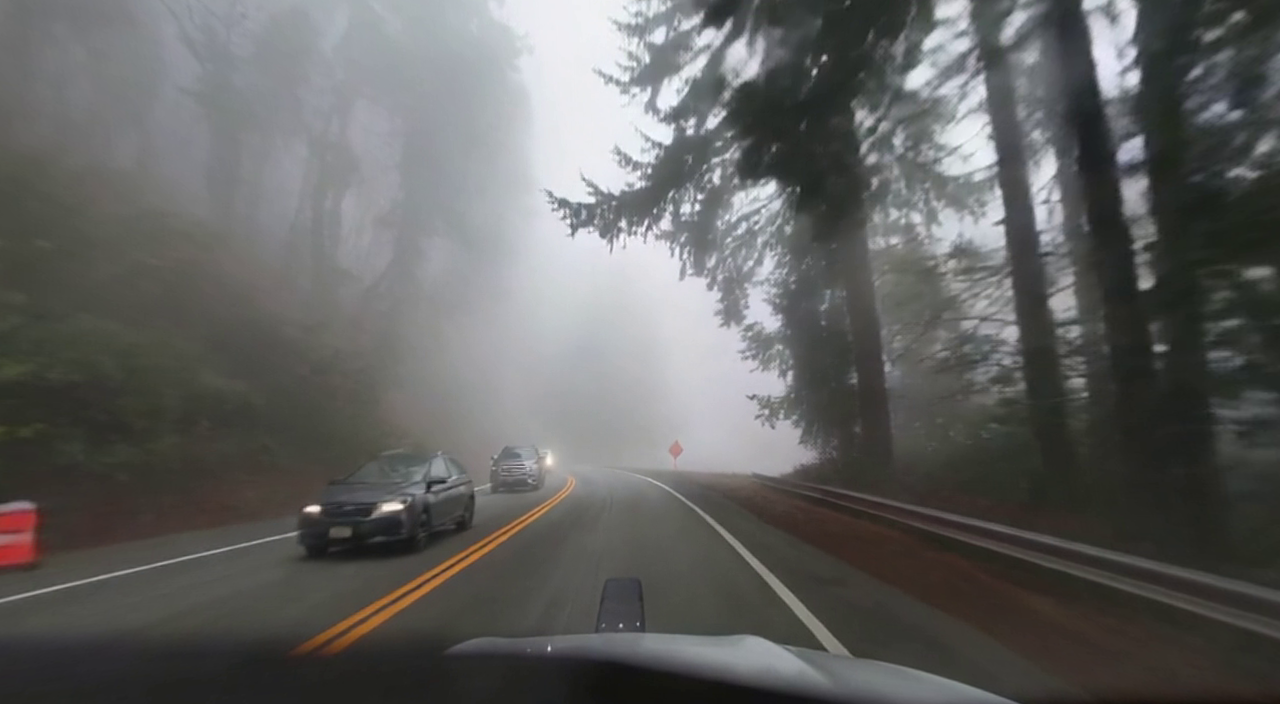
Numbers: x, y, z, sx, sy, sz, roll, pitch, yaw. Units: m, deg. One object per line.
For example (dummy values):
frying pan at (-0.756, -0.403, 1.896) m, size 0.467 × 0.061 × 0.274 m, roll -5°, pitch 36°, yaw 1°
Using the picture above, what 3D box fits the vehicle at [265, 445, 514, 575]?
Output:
vehicle at (-3.295, 2.129, 9.379) m, size 2.032 × 1.444 × 4.164 m, roll 0°, pitch -9°, yaw -1°

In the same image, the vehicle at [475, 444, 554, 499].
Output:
vehicle at (-4.384, 4.225, 22.846) m, size 2.177 × 1.721 × 4.794 m, roll 0°, pitch -9°, yaw -4°
